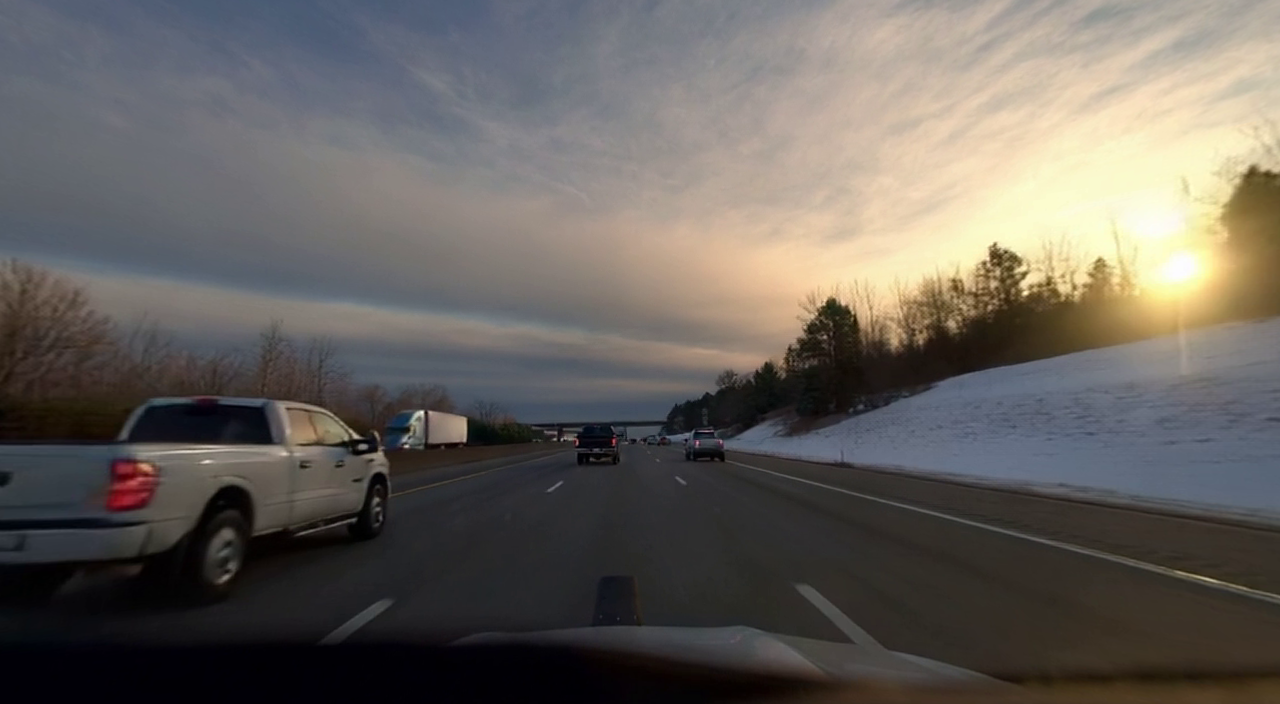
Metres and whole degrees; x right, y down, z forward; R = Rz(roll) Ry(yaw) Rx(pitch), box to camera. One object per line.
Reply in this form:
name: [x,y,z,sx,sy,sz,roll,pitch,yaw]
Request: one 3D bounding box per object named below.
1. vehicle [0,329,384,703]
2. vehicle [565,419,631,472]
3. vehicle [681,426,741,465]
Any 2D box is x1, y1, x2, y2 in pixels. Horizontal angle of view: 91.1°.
vehicle: [-3.870,1.007,4.790,1.997,1.663,4.451,0,-8,-1]
vehicle: [-1.443,3.465,23.548,2.185,1.772,4.656,0,-8,0]
vehicle: [3.220,4.341,29.400,2.124,1.696,4.173,0,-8,-2]
